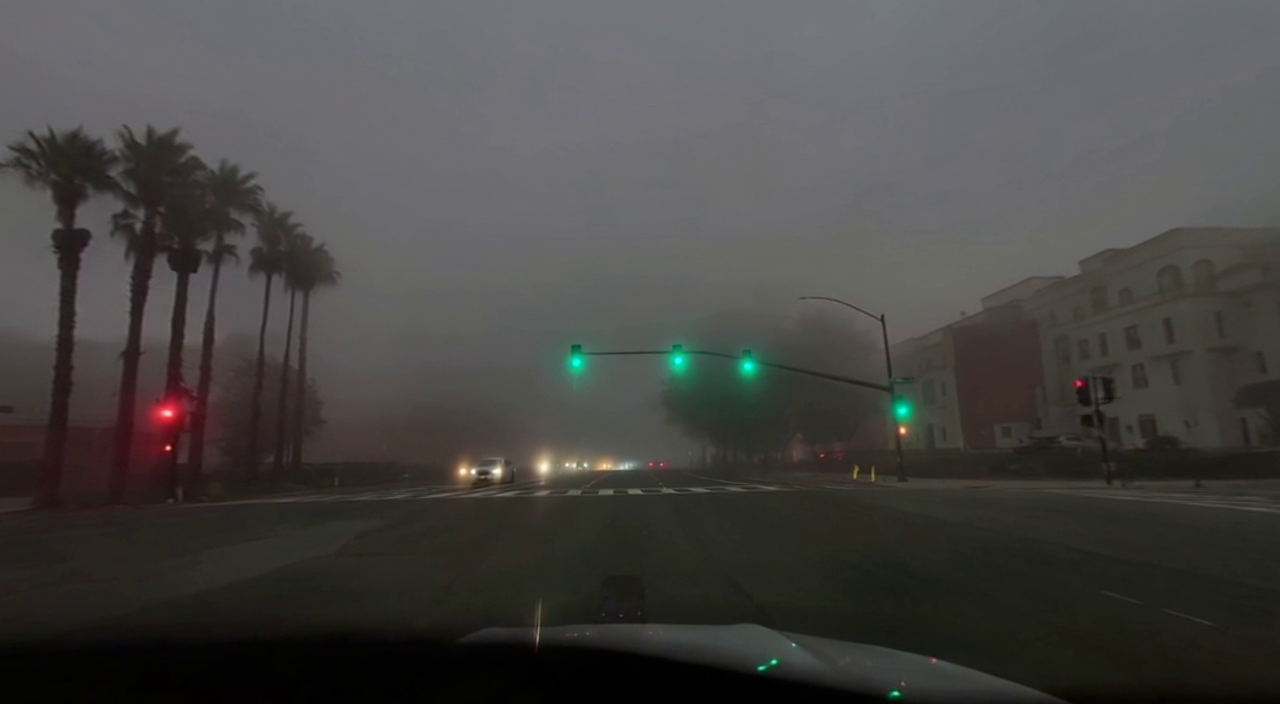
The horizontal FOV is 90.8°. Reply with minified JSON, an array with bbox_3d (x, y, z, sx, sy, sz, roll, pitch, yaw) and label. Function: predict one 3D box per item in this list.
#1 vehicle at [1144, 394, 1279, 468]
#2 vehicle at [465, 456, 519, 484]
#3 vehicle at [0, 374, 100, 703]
[{"bbox_3d":[32.767,4.284,33.720,2.863,3.609,10.252,0,-9,-3],"label":"vehicle"},{"bbox_3d":[-8.735,6.984,37.608,2.095,1.482,4.523,0,-9,0],"label":"vehicle"},{"bbox_3d":[-3.873,0.676,1.059,2.026,1.723,4.832,1,-9,-6],"label":"vehicle"}]
